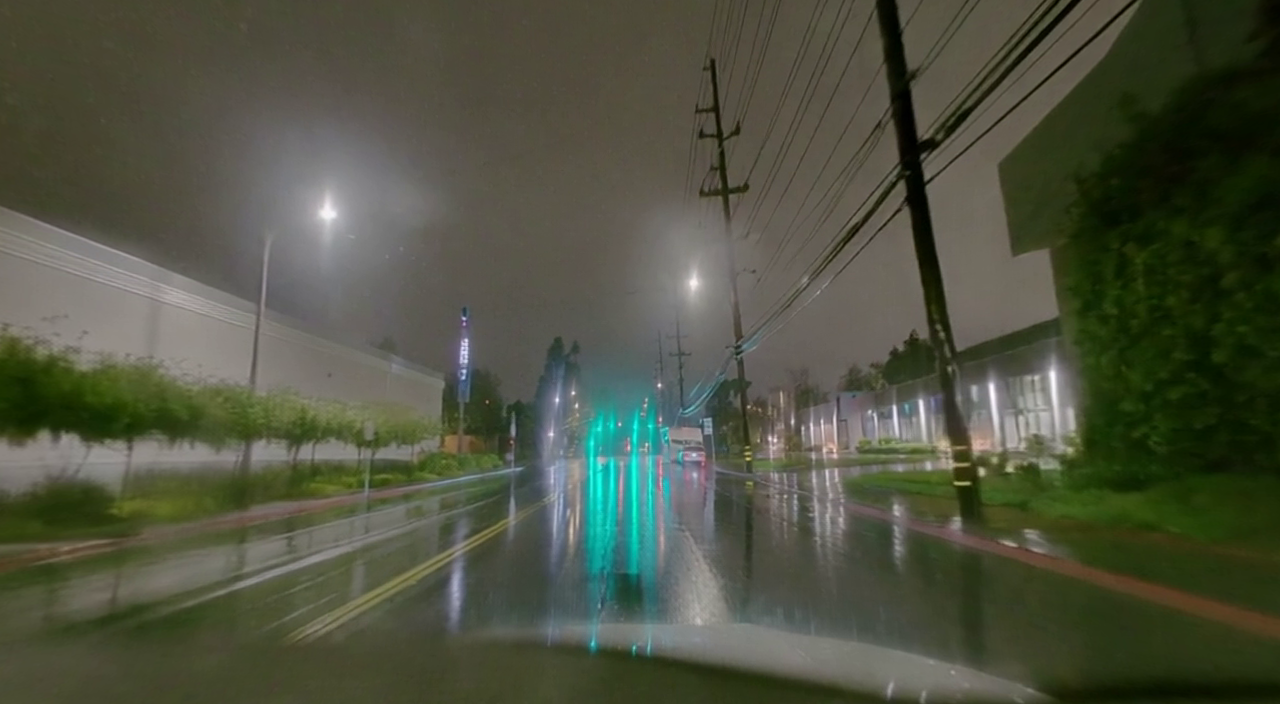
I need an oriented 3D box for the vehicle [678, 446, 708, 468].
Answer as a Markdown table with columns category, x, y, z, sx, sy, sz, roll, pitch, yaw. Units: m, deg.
| category | x | y | z | sx | sy | sz | roll | pitch | yaw |
| --- | --- | --- | --- | --- | --- | --- | --- | --- | --- |
| vehicle | 4.024 | 8.083 | 48.763 | 1.852 | 1.497 | 3.672 | -2 | -8 | -2 |
